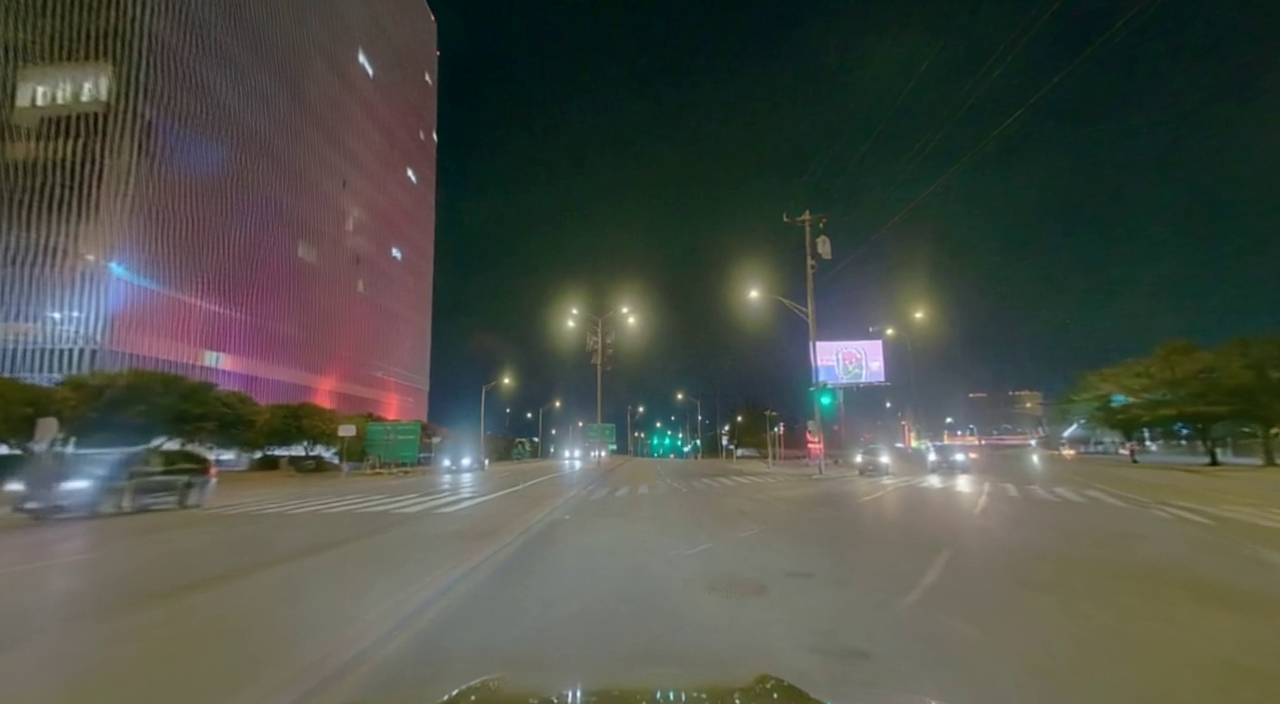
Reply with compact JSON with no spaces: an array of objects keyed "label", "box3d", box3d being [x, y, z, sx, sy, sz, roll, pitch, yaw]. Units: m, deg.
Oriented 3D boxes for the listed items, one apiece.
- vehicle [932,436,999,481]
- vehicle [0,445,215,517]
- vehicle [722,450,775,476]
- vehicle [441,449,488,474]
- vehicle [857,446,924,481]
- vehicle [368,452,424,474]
[{"label":"vehicle","box3d":[15.084,4.856,29.119,2.232,1.814,5.285,-5,-10,31]},{"label":"vehicle","box3d":[-14.557,3.435,17.476,2.161,1.681,4.743,0,-9,1]},{"label":"vehicle","box3d":[6.763,6.992,39.914,2.675,1.452,4.213,-1,-8,1]},{"label":"vehicle","box3d":[-13.082,8.179,47.443,1.979,1.727,4.489,-1,-9,4]},{"label":"vehicle","box3d":[11.929,5.214,29.910,2.023,1.527,5.016,-5,-10,31]},{"label":"vehicle","box3d":[-18.411,8.345,47.890,2.448,1.407,4.308,2,-8,1]}]
